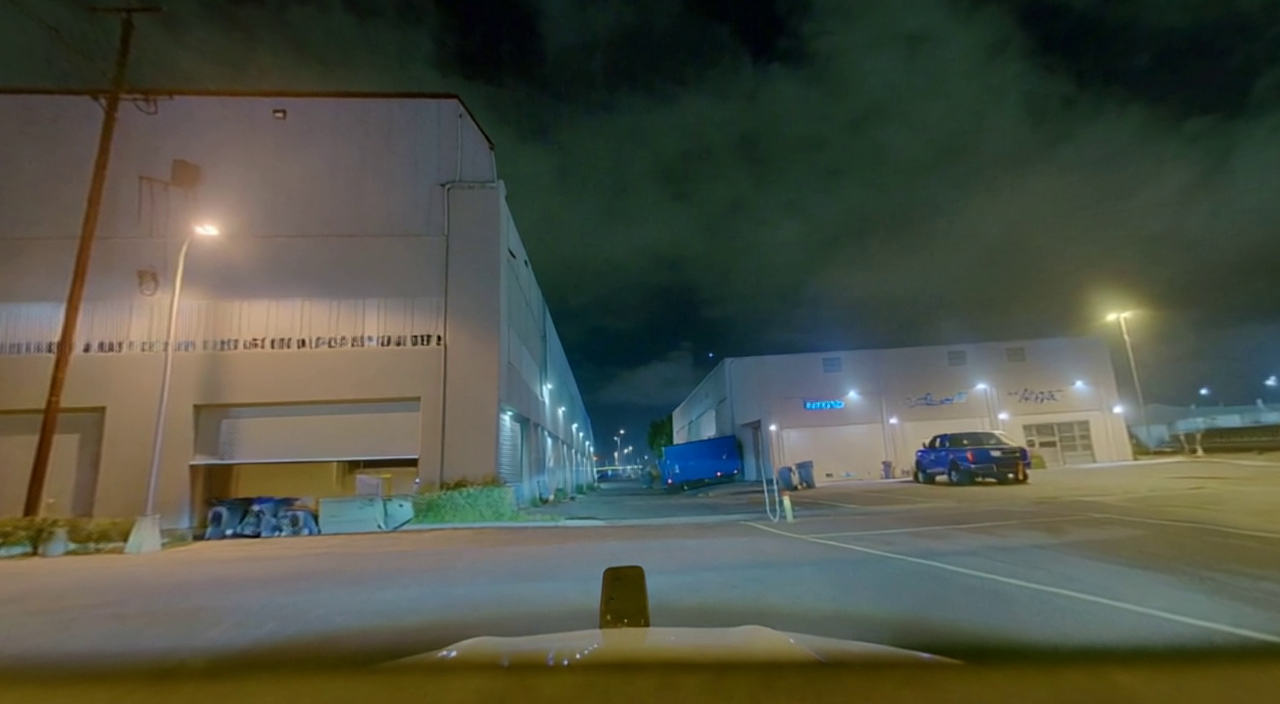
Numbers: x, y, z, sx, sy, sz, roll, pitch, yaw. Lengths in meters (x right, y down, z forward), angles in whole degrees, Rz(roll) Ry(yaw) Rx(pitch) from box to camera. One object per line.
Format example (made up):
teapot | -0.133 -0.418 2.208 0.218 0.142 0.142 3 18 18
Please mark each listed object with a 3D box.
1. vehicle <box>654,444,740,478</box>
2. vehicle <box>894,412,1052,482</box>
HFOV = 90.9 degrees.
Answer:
vehicle | 3.641 7.015 40.847 5.207 2.103 1.997 1 -8 -6
vehicle | 16.533 4.801 31.638 6.271 3.004 2.298 -4 -11 3
